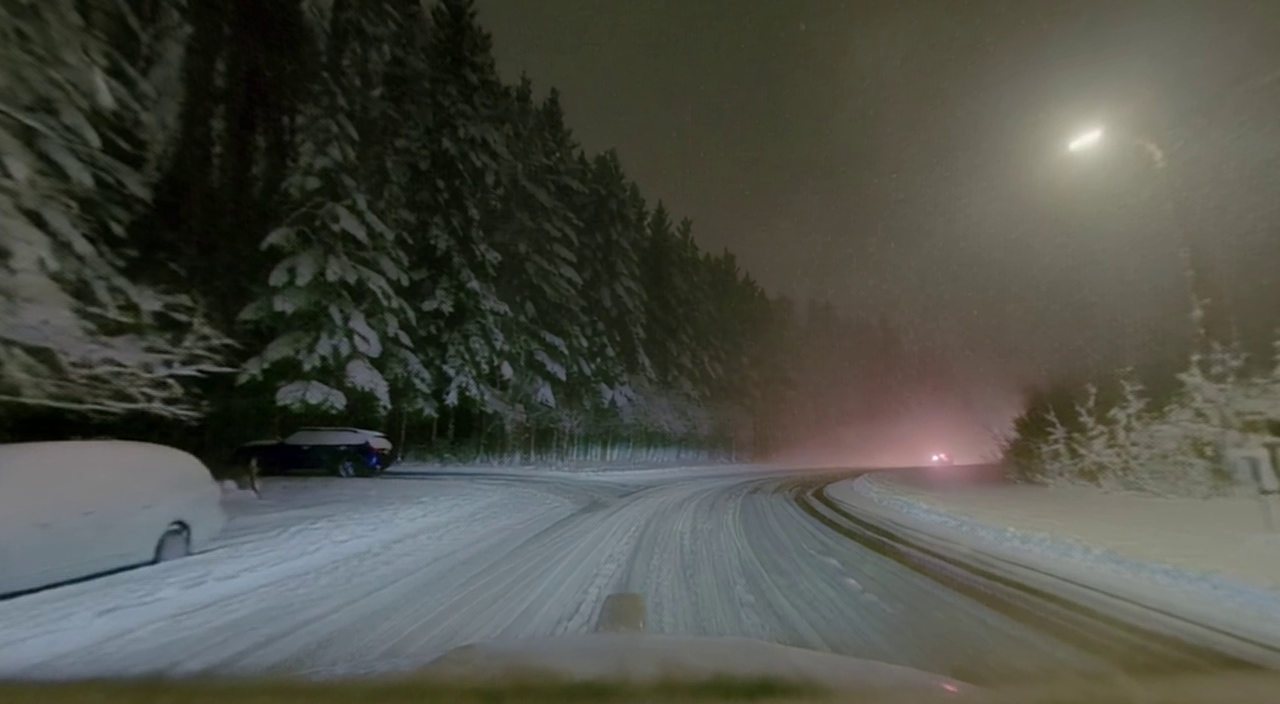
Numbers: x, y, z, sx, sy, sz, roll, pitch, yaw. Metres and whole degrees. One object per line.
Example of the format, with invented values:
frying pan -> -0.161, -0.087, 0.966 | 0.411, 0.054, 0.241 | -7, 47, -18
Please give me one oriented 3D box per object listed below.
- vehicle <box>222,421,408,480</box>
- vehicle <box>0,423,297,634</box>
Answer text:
vehicle -> -9.597, 2.932, 18.742 | 4.594, 1.607, 1.873 | -1, -9, 8
vehicle -> -5.740, 1.537, 6.009 | 2.166, 1.512, 4.822 | 0, -10, 0
